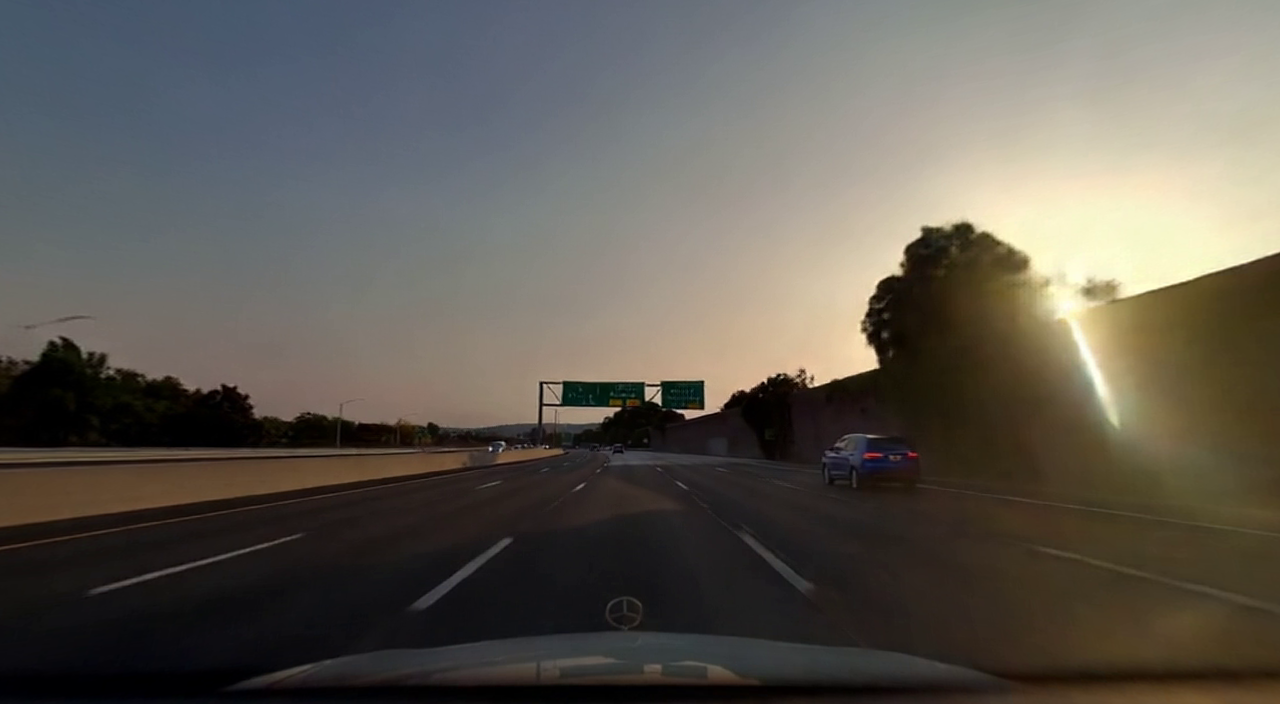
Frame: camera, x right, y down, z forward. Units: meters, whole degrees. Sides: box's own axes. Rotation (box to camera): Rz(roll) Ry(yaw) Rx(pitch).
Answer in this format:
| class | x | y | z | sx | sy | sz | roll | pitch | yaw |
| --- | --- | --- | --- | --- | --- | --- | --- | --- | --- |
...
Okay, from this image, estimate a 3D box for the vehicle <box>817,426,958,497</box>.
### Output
| class | x | y | z | sx | sy | sz | roll | pitch | yaw |
| --- | --- | --- | --- | --- | --- | --- | --- | --- | --- |
| vehicle | 6.716 | 3.023 | 17.726 | 2.091 | 1.711 | 4.383 | 0 | -9 | -1 |
